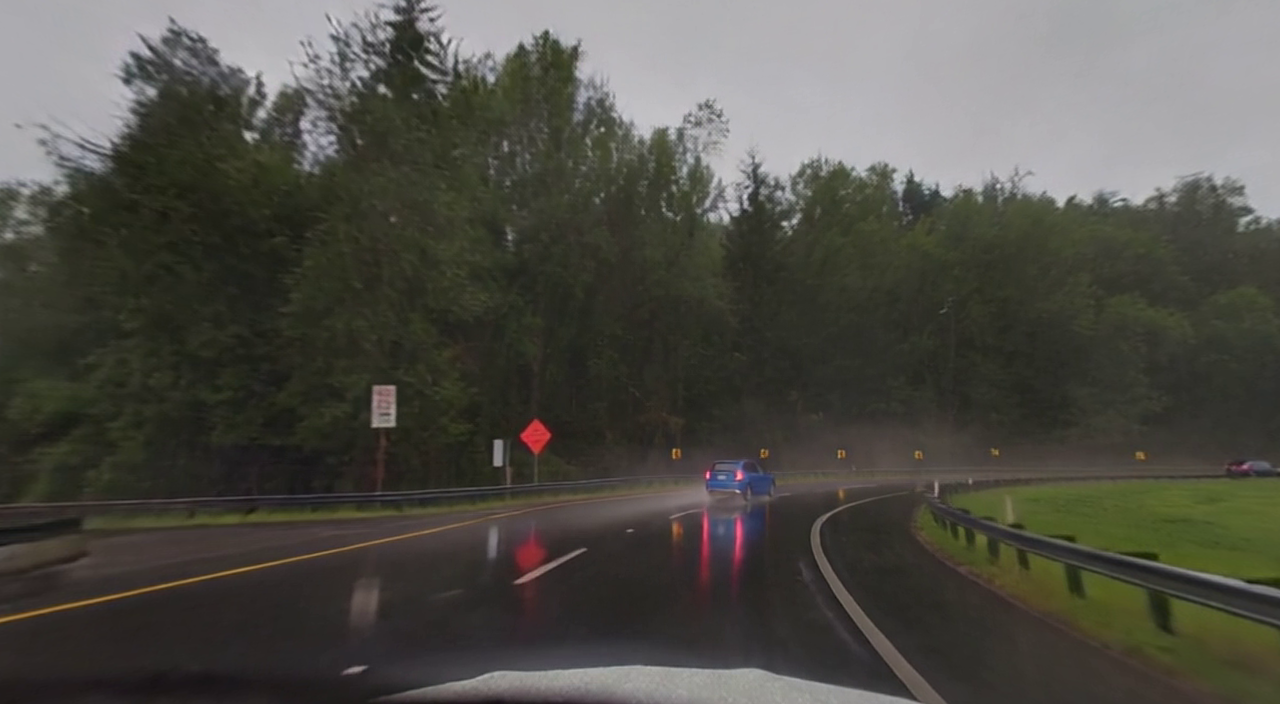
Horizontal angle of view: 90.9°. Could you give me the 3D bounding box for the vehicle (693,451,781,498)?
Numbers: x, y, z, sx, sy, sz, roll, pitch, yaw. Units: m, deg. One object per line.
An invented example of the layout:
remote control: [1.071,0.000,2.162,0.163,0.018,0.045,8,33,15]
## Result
vehicle: [4.001,4.905,25.371,1.997,1.692,4.422,-5,-12,30]
